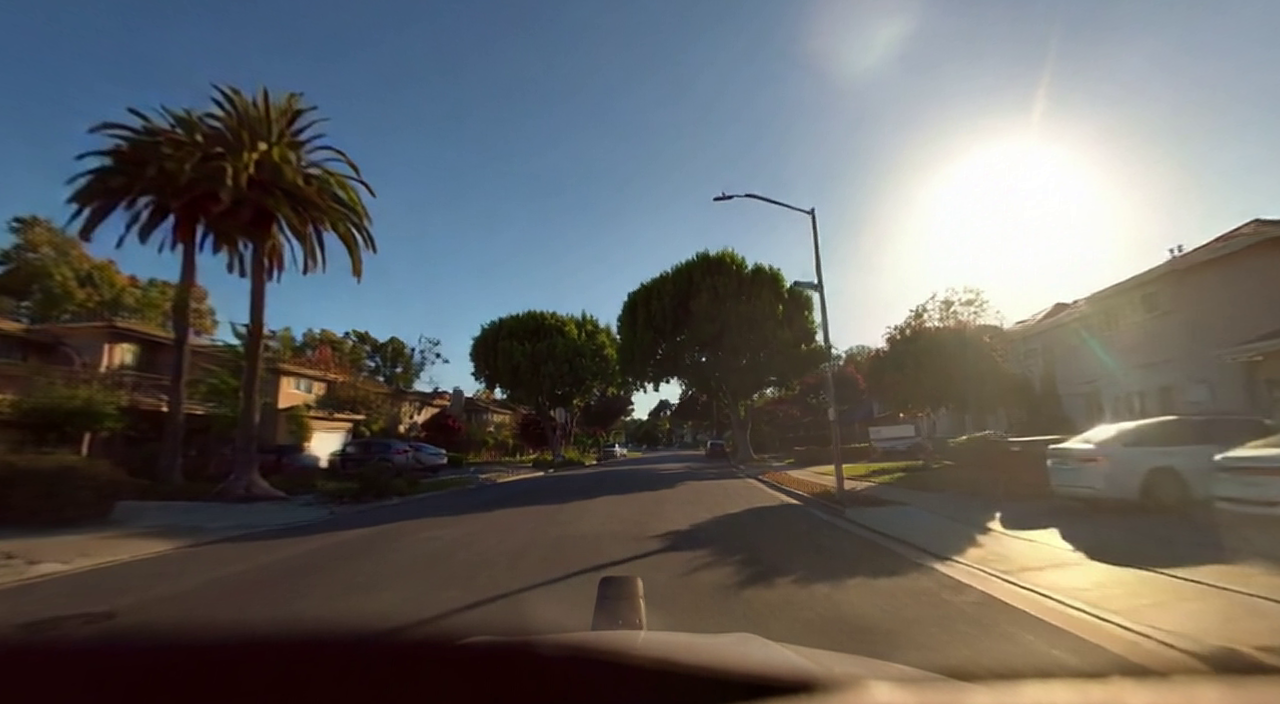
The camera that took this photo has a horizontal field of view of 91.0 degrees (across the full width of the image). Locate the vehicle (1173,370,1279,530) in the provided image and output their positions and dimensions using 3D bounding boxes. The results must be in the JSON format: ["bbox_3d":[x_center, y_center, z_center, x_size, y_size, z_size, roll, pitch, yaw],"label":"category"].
[{"bbox_3d":[10.184,1.241,8.026,5.050,1.896,2.041,1,-8,-5],"label":"vehicle"}]

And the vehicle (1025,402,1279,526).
[{"bbox_3d":[9.418,1.821,10.556,4.606,1.818,2.054,1,-8,-5],"label":"vehicle"}]

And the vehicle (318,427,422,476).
[{"bbox_3d":[-12.689,4.741,29.786,3.918,1.719,1.988,-3,-21,0],"label":"vehicle"}]
